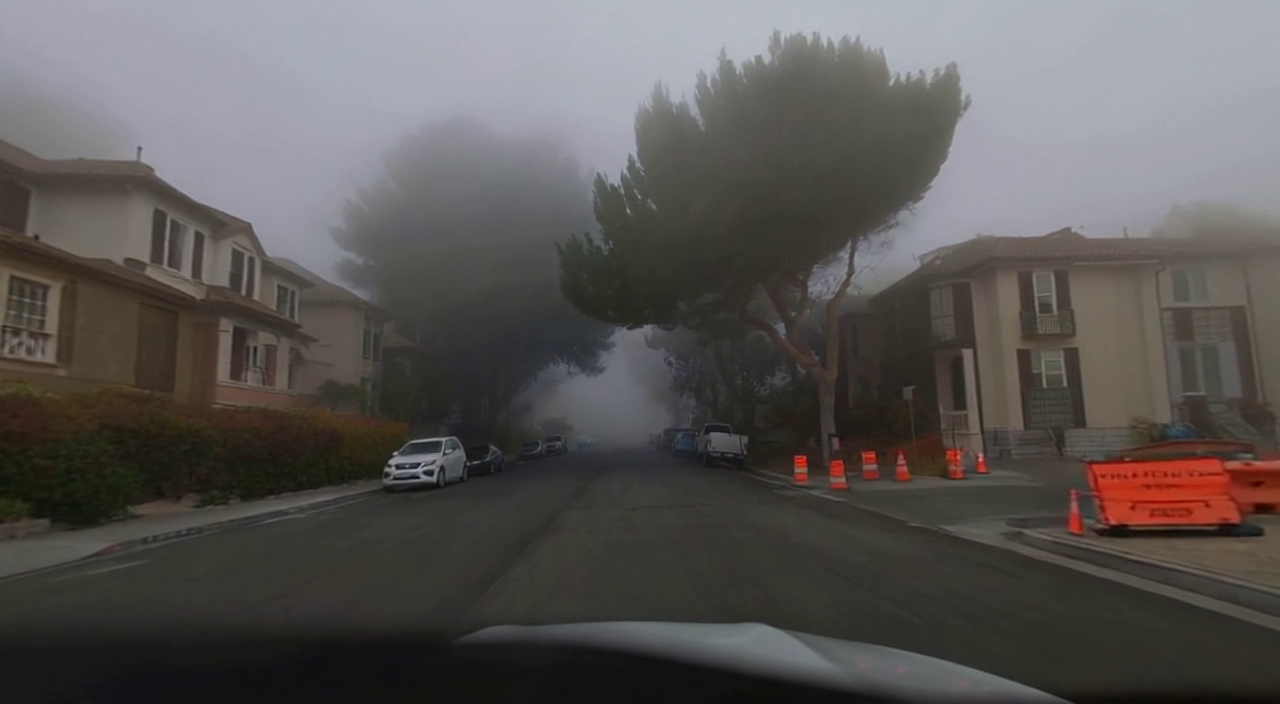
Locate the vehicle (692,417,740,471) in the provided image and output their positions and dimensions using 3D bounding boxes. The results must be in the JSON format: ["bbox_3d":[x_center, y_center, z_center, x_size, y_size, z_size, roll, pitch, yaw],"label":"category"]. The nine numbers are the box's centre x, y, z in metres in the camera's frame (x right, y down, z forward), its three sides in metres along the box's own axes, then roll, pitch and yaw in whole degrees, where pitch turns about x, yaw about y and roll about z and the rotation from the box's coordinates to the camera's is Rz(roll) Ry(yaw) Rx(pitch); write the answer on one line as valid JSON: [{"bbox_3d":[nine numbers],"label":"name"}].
[{"bbox_3d":[3.734,4.564,31.487,2.082,2.534,3.248,-1,-8,3],"label":"vehicle"}]

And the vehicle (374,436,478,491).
[{"bbox_3d":[-6.887,3.618,20.822,1.957,1.608,4.476,0,-9,-1],"label":"vehicle"}]

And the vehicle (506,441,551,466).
[{"bbox_3d":[-7.028,6.428,40.147,1.974,1.479,4.607,0,-9,0],"label":"vehicle"}]
